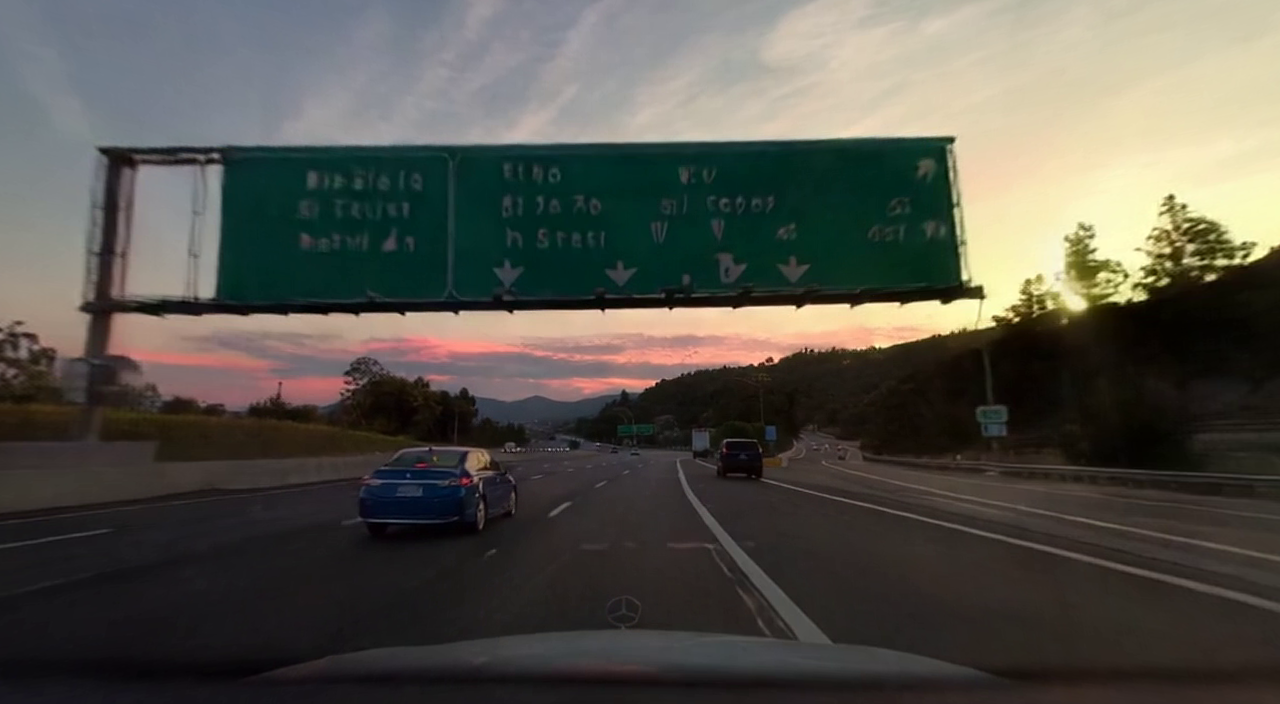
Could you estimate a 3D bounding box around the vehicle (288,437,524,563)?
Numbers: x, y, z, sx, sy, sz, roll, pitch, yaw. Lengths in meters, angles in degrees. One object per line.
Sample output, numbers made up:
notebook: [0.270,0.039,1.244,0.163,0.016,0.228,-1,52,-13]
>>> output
vehicle: [-3.218,2.114,9.798,1.937,1.490,4.372,0,-9,1]

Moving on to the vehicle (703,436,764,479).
vehicle: [4.258,4.901,29.441,2.225,1.833,4.340,0,-9,1]
